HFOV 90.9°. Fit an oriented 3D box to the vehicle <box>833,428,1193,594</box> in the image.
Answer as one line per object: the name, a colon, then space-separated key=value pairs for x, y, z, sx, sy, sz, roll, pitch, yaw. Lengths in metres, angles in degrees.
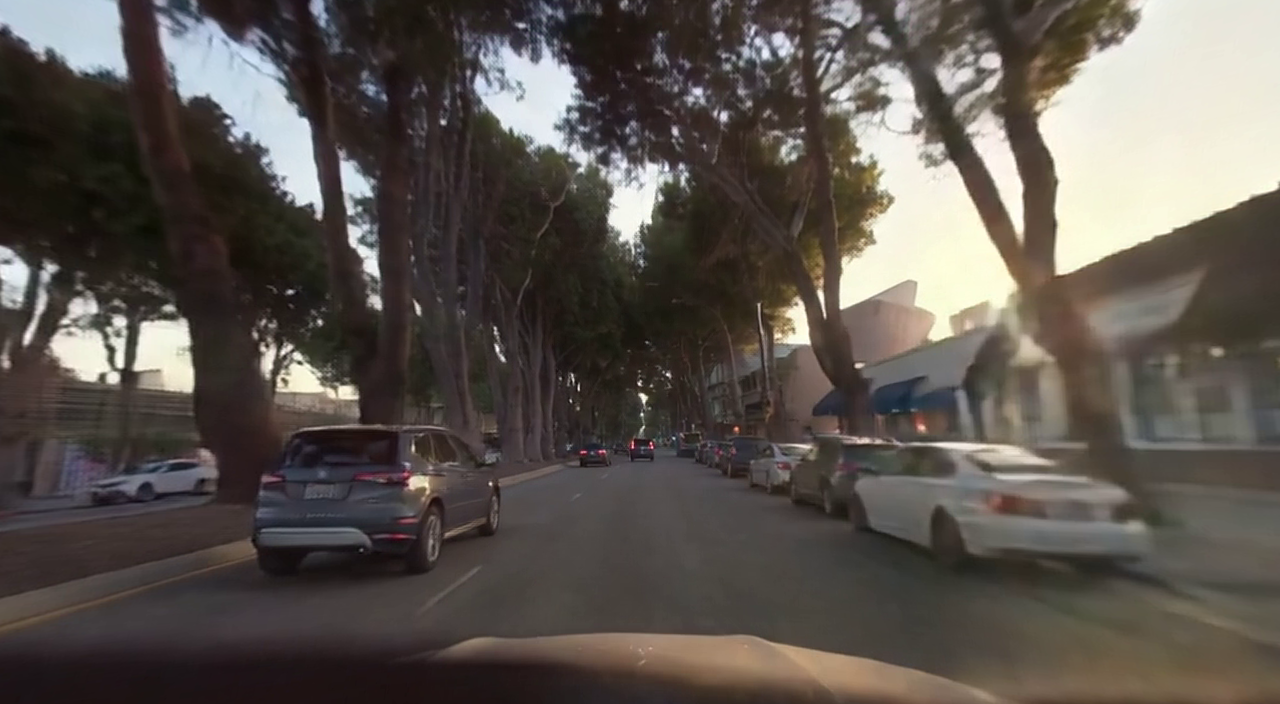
vehicle: x=4.113 y=1.788 z=8.003 sx=1.887 sy=1.517 sz=4.257 roll=0 pitch=-8 yaw=-1

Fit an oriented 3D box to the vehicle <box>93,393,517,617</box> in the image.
vehicle: x=-3.057 y=1.520 z=7.293 sx=2.186 sy=1.708 sz=4.746 roll=0 pitch=-8 yaw=1

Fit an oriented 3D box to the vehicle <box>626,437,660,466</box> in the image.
vehicle: x=0.206 y=6.460 z=40.993 sx=2.075 sy=1.770 sz=4.018 roll=0 pitch=-8 yaw=0

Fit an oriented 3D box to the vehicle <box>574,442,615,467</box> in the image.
vehicle: x=-2.833 y=6.490 z=40.043 sx=2.151 sy=1.484 sz=4.468 roll=0 pitch=-8 yaw=2
